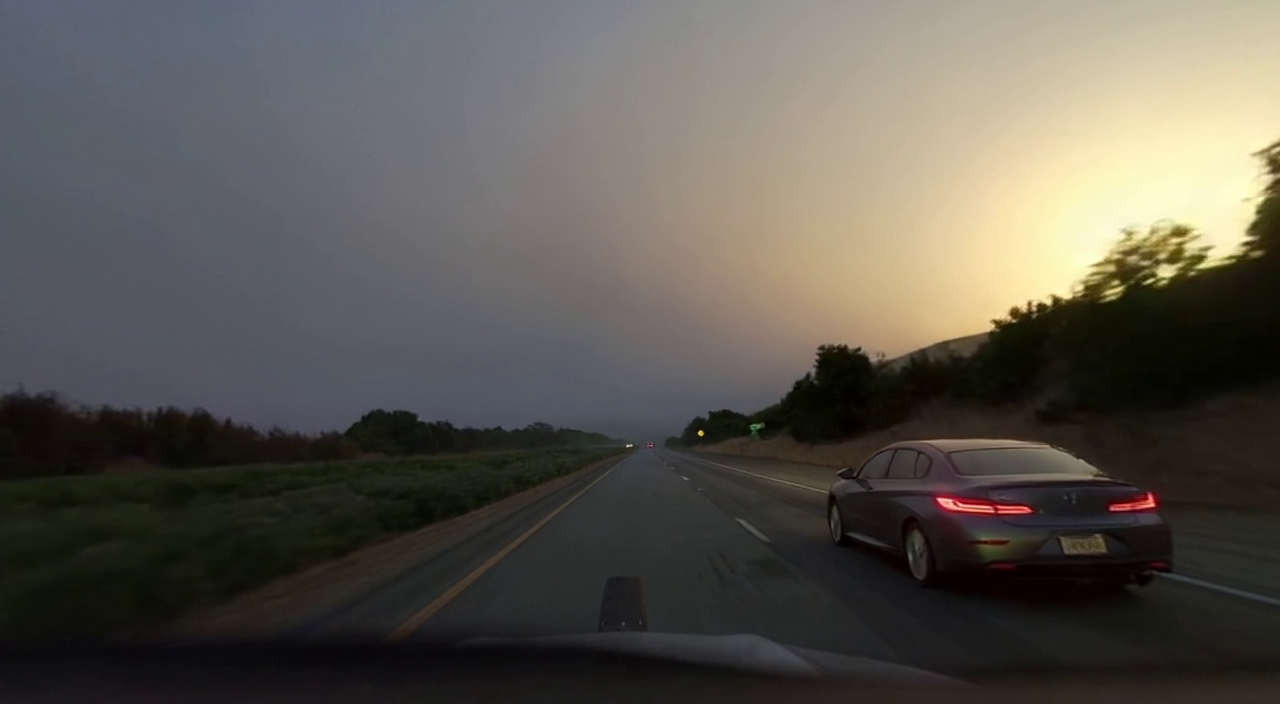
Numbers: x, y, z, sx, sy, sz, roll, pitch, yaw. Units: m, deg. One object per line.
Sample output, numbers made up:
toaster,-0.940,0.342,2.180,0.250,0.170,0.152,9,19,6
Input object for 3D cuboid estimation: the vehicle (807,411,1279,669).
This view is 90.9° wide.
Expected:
vehicle,3.182,1.415,5.923,2.003,1.466,4.441,-1,-8,0
